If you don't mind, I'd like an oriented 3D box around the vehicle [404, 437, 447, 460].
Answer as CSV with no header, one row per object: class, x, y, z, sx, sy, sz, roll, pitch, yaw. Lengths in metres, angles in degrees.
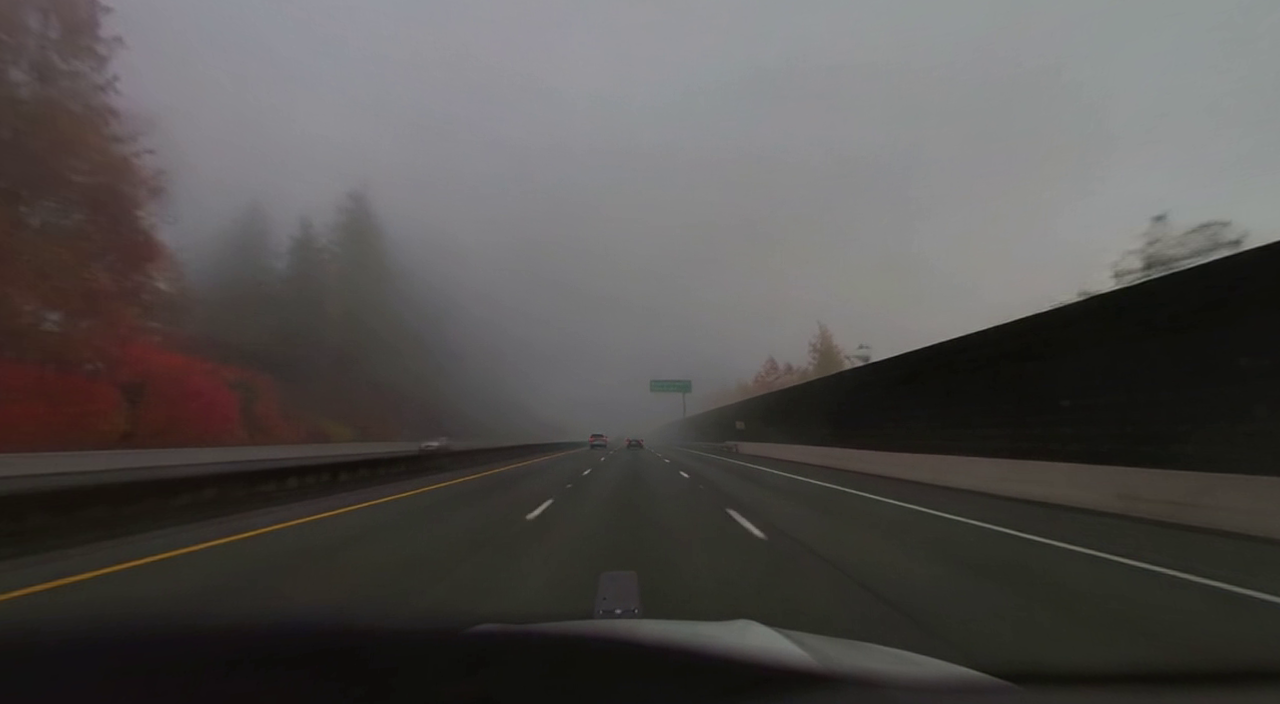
vehicle,-16.957,7.617,49.963,1.958,1.710,4.234,0,-8,-1
